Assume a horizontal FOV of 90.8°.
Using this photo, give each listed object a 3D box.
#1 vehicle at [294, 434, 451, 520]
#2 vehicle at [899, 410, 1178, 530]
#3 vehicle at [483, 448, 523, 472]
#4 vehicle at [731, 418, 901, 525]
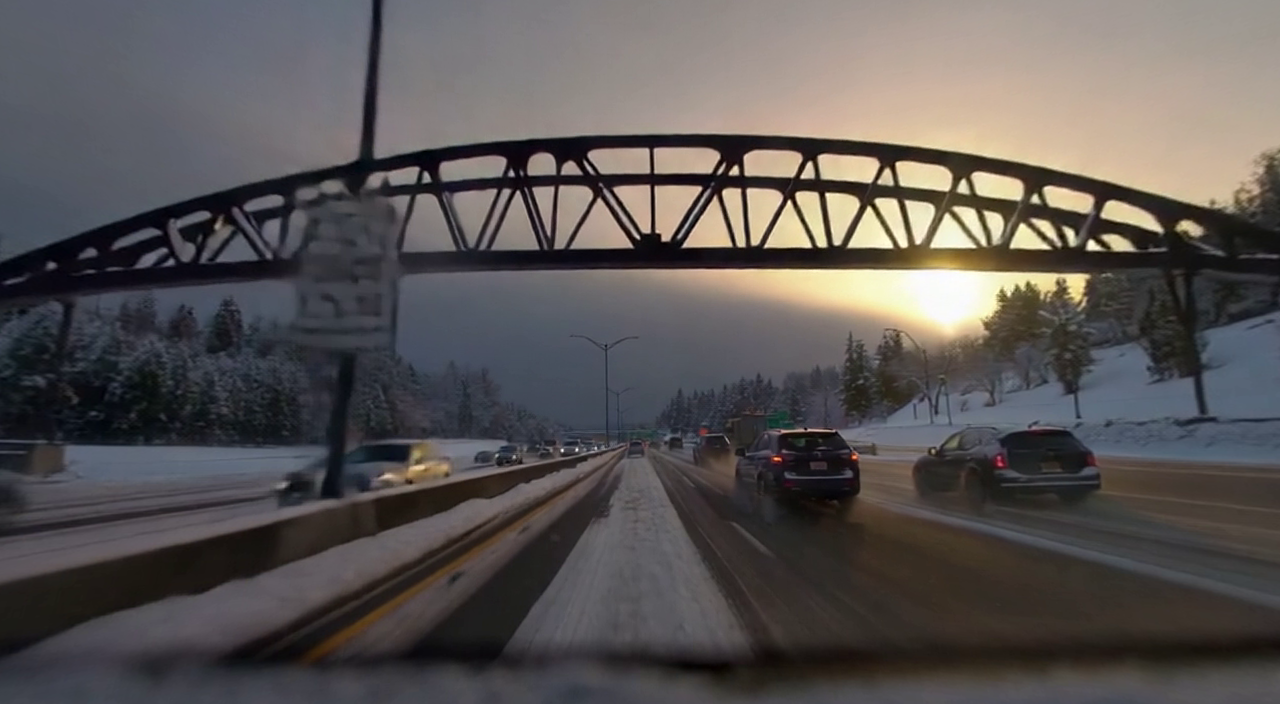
[{"bbox_3d":[-5.727,2.691,14.110,1.827,1.619,3.866,0,-9,-1],"label":"vehicle"},{"bbox_3d":[7.072,2.160,12.102,2.040,1.801,4.959,0,-9,-1],"label":"vehicle"},{"bbox_3d":[-9.392,7.405,43.507,1.922,1.523,3.645,0,-8,0],"label":"vehicle"},{"bbox_3d":[3.177,2.268,12.478,2.059,1.711,4.302,0,-9,0],"label":"vehicle"}]
